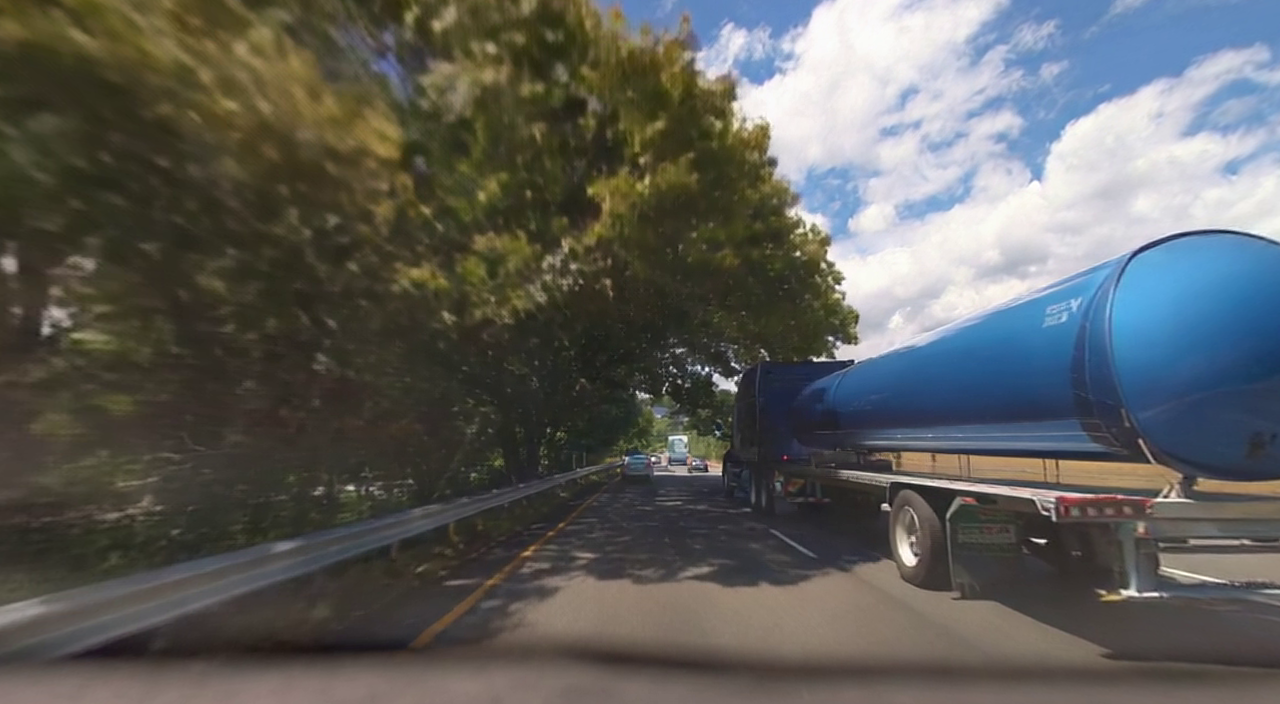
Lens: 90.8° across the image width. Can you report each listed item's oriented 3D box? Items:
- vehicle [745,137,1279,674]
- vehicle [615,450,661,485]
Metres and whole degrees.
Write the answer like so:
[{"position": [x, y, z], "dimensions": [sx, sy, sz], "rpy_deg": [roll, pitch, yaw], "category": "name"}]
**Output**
[{"position": [3.988, 1.121, 9.822], "dimensions": [2.694, 3.453, 11.641], "rpy_deg": [0, -9, 0], "category": "vehicle"}, {"position": [-0.085, 5.289, 29.172], "dimensions": [2.003, 1.490, 3.636], "rpy_deg": [0, -9, 0], "category": "vehicle"}]
